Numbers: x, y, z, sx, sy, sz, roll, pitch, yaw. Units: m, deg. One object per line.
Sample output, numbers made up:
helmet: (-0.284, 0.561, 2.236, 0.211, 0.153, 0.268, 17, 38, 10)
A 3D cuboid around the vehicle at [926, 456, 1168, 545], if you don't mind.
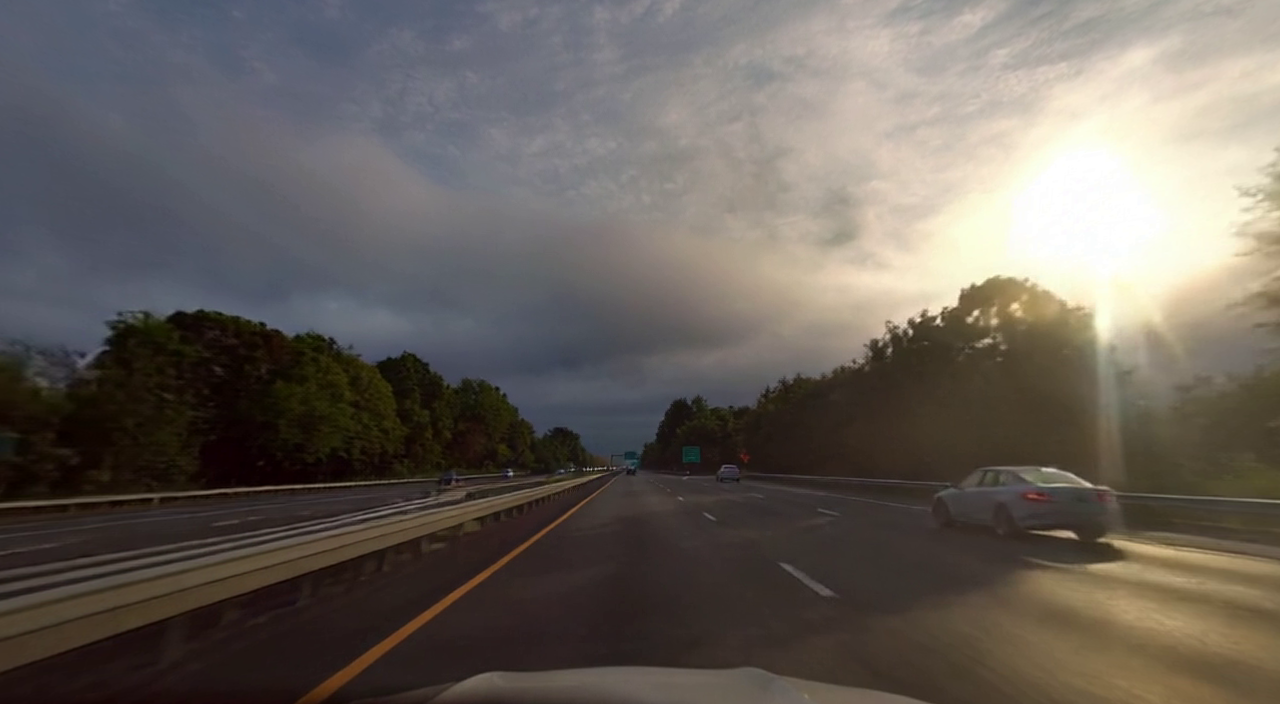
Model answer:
vehicle: (7.991, 2.952, 13.041, 2.024, 1.476, 4.352, 1, -10, -1)
